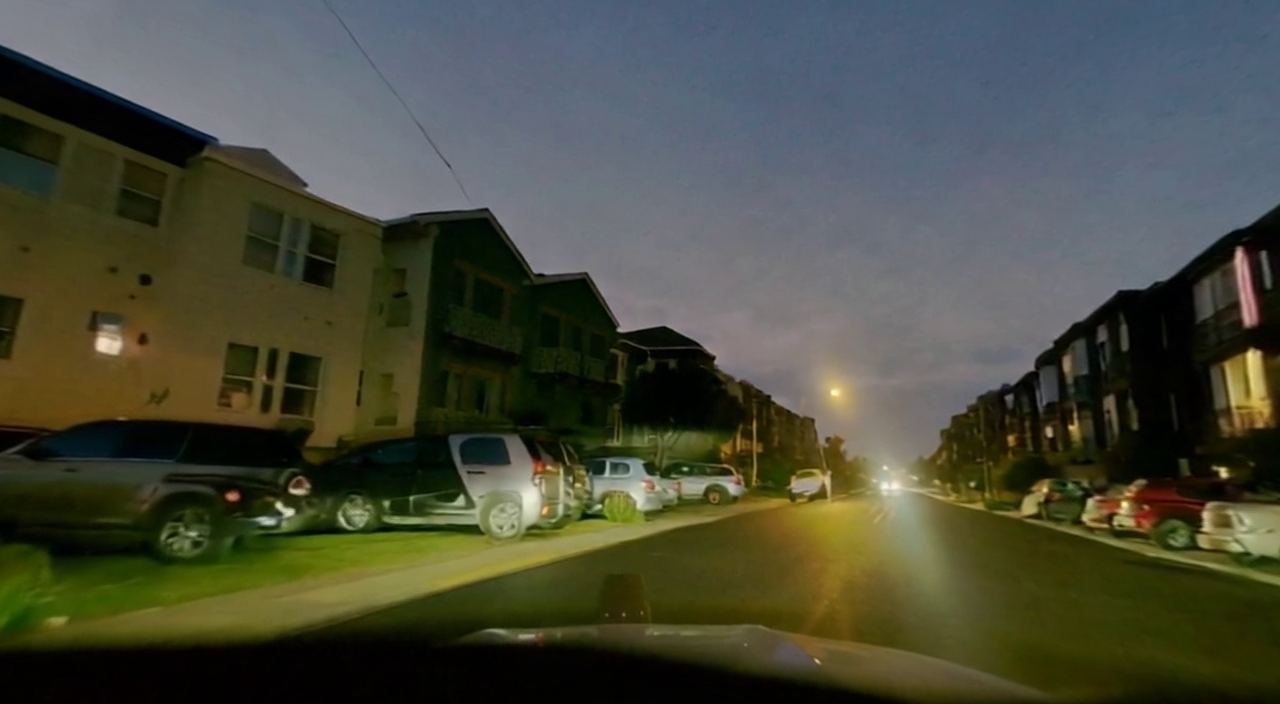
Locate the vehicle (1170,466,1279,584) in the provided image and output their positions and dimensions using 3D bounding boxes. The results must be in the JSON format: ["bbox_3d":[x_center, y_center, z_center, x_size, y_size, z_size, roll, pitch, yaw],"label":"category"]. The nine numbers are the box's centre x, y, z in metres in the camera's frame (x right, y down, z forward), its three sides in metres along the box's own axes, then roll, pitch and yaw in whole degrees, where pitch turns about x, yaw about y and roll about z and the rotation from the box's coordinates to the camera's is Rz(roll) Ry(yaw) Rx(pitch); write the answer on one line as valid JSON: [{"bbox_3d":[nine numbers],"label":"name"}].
[{"bbox_3d":[10.730,2.408,8.821,4.573,1.502,1.926,-3,-9,20],"label":"vehicle"}]

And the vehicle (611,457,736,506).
[{"bbox_3d":[1.267,4.969,24.476,4.450,1.707,1.902,2,-9,-15],"label":"vehicle"}]

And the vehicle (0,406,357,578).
[{"bbox_3d":[-6.009,1.519,7.231,4.648,1.659,1.897,2,-9,-11],"label":"vehicle"}]

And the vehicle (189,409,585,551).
[{"bbox_3d":[-3.828,2.034,10.561,5.514,1.976,2.153,2,-9,-13],"label":"vehicle"}]
